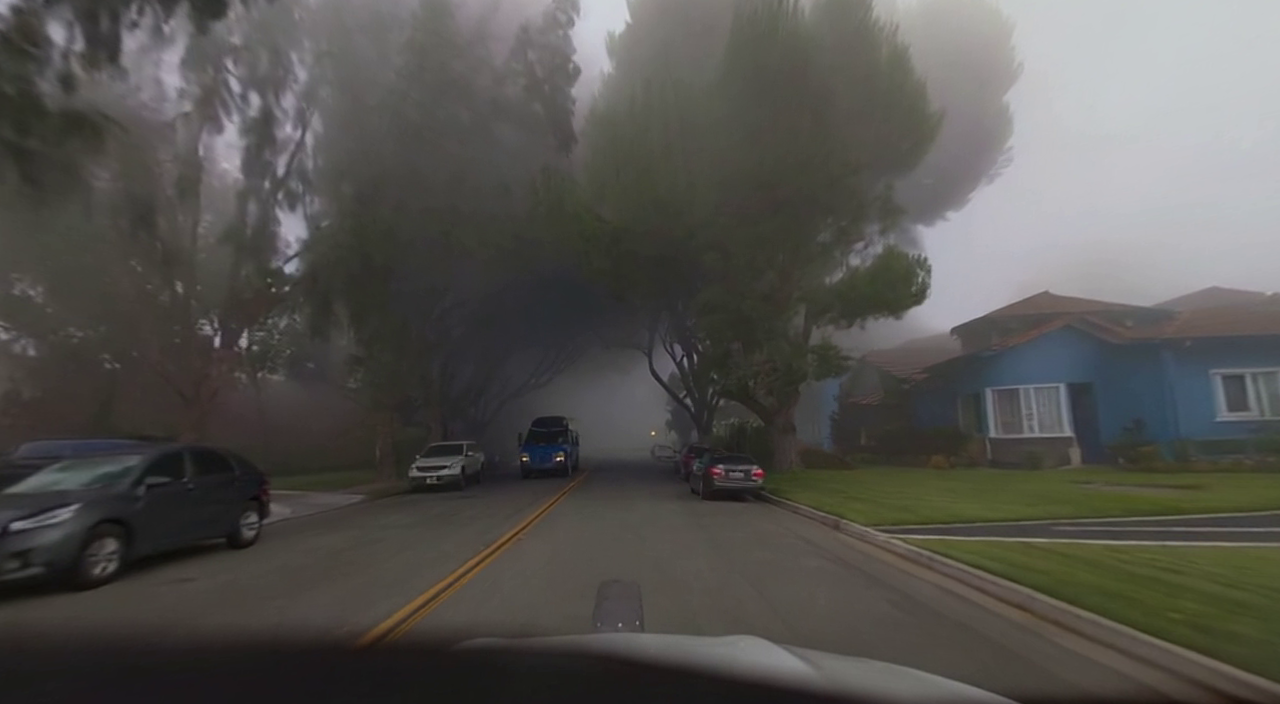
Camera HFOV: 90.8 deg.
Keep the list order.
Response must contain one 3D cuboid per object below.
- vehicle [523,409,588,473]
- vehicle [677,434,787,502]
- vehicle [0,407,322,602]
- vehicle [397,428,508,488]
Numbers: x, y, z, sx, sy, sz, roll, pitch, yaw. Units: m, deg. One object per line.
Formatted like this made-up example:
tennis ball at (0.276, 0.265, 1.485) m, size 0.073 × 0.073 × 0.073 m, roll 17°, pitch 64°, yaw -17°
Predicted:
vehicle at (-3.997, 4.399, 31.212) m, size 2.469 × 2.819 × 6.393 m, roll 0°, pitch -8°, yaw -2°
vehicle at (2.225, 2.943, 16.482) m, size 1.996 × 1.516 × 4.122 m, roll 0°, pitch -8°, yaw -4°
vehicle at (-6.103, 1.678, 7.867) m, size 2.033 × 1.721 × 4.328 m, roll 0°, pitch -8°, yaw 0°
vehicle at (-6.453, 3.722, 22.563) m, size 2.265 × 1.876 × 5.371 m, roll 0°, pitch -8°, yaw 1°
